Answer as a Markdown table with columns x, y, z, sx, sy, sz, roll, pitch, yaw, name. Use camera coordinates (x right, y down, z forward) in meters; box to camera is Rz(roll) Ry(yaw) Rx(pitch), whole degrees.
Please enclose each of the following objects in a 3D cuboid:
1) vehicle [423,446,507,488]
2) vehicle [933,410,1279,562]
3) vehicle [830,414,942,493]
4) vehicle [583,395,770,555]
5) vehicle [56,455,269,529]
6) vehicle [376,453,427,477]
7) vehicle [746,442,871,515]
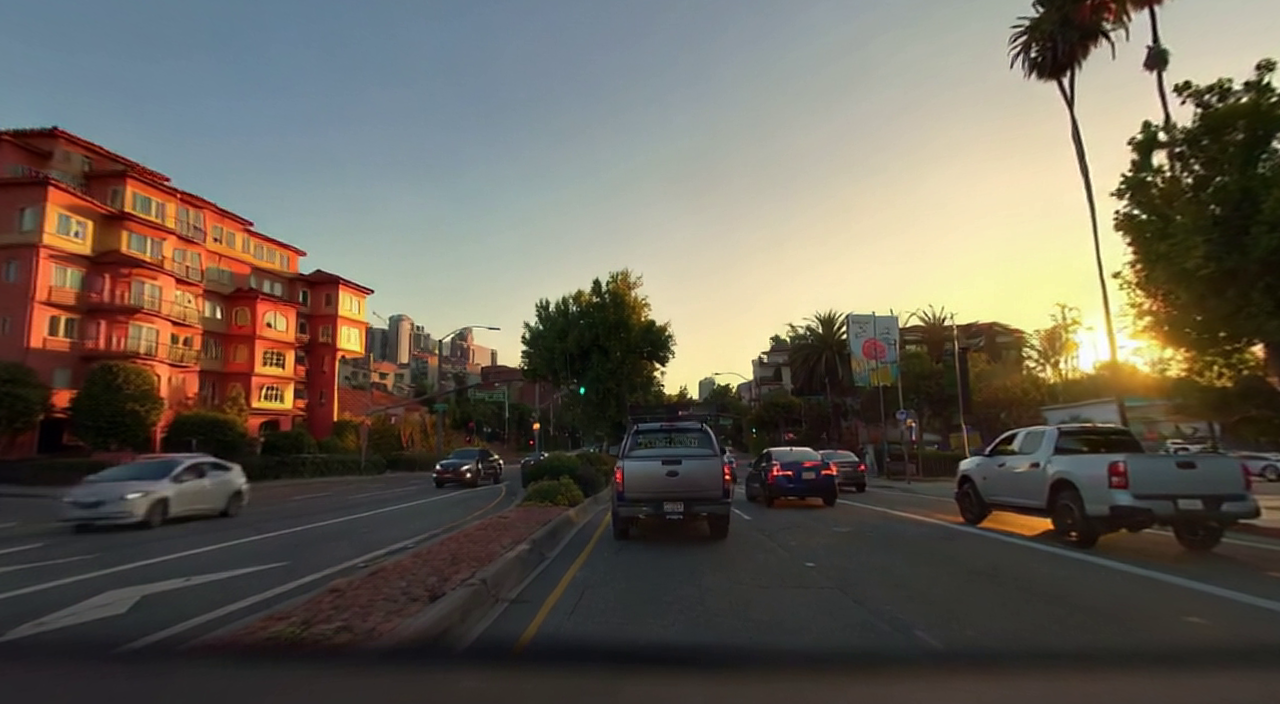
| x | y | z | sx | sy | sz | roll | pitch | yaw | name |
| --- | --- | --- | --- | --- | --- | --- | --- | --- | --- |
| -7.884 | 5.225 | 28.995 | 2.268 | 1.733 | 4.821 | -1 | -9 | 2 | vehicle |
| 7.497 | 2.154 | 10.967 | 2.215 | 1.973 | 5.323 | 0 | -9 | 0 | vehicle |
| 10.812 | 4.370 | 28.360 | 2.663 | 3.061 | 5.602 | -2 | -5 | 0 | vehicle |
| 0.549 | 2.059 | 11.235 | 2.487 | 2.115 | 5.444 | 0 | -9 | 1 | vehicle |
| -11.585 | 3.372 | 15.756 | 2.031 | 1.534 | 4.079 | 0 | -9 | 1 | vehicle |
| -18.095 | 8.537 | 48.021 | 1.972 | 1.694 | 4.466 | 0 | -9 | 2 | vehicle |
| 4.114 | 3.136 | 16.182 | 2.072 | 1.595 | 4.124 | 0 | -9 | 0 | vehicle |
